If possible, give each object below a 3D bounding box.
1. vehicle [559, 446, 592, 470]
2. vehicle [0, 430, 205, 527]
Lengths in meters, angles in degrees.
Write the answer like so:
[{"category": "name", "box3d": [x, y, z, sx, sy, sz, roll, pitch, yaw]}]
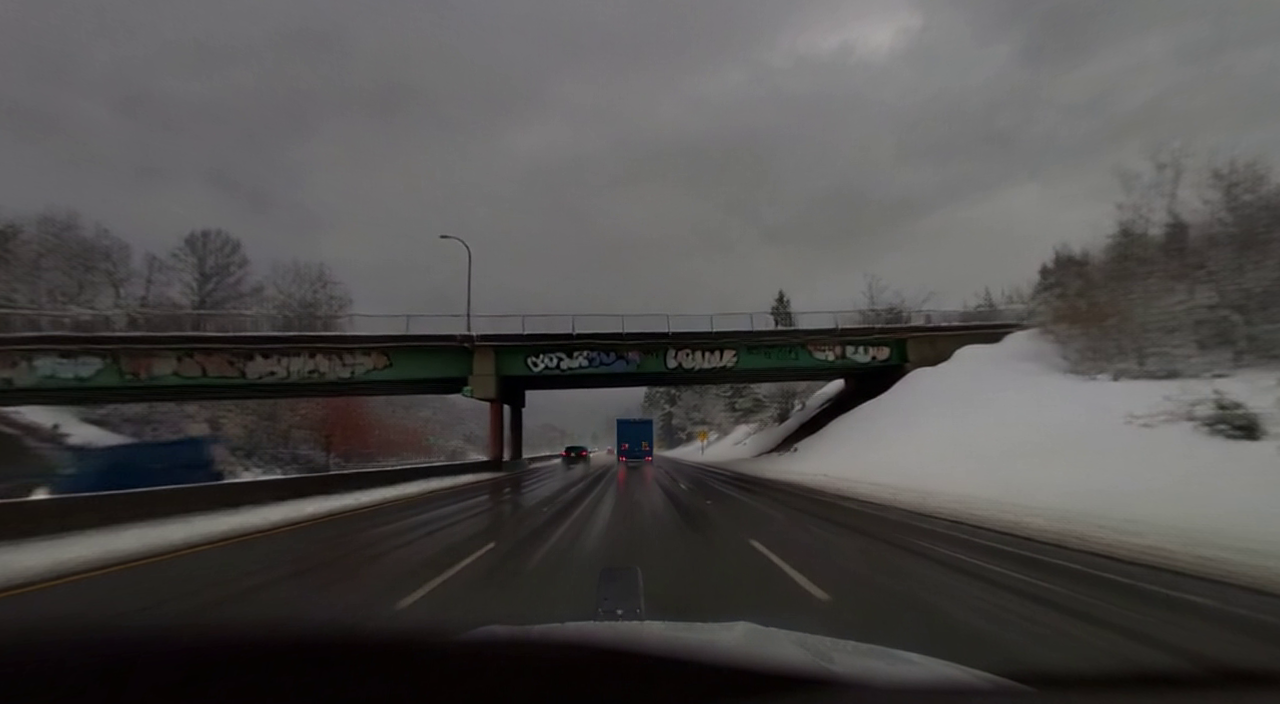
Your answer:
[{"category": "vehicle", "box3d": [-4.359, 7.210, 42.683, 1.892, 1.529, 3.996, 0, -9, -1]}, {"category": "vehicle", "box3d": [-17.592, 3.793, 19.581, 2.564, 2.452, 7.489, 0, -9, 0]}]
